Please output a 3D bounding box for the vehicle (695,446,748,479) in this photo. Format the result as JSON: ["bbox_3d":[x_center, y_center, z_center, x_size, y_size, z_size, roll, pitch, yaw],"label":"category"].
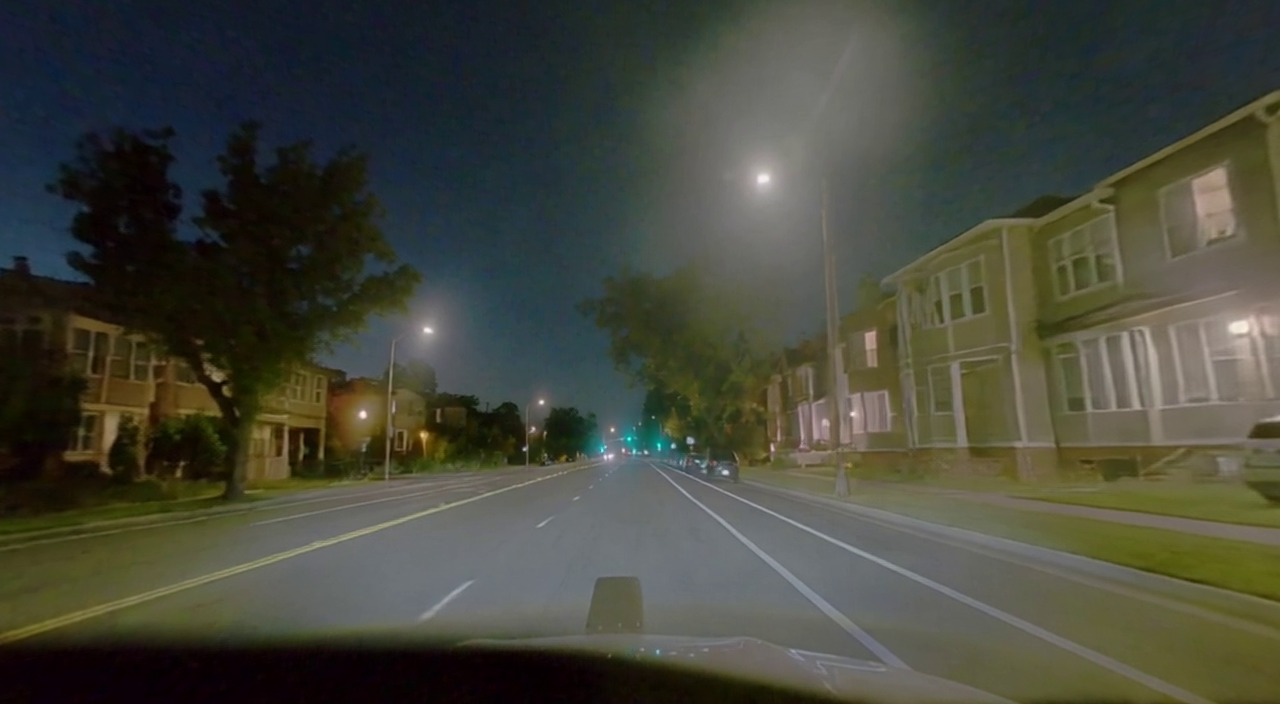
[{"bbox_3d":[4.177,5.770,33.160,1.971,1.558,4.895,0,-10,-2],"label":"vehicle"}]

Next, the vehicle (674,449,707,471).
[{"bbox_3d":[3.868,8.347,49.009,1.938,1.464,4.390,0,-8,-4],"label":"vehicle"}]
